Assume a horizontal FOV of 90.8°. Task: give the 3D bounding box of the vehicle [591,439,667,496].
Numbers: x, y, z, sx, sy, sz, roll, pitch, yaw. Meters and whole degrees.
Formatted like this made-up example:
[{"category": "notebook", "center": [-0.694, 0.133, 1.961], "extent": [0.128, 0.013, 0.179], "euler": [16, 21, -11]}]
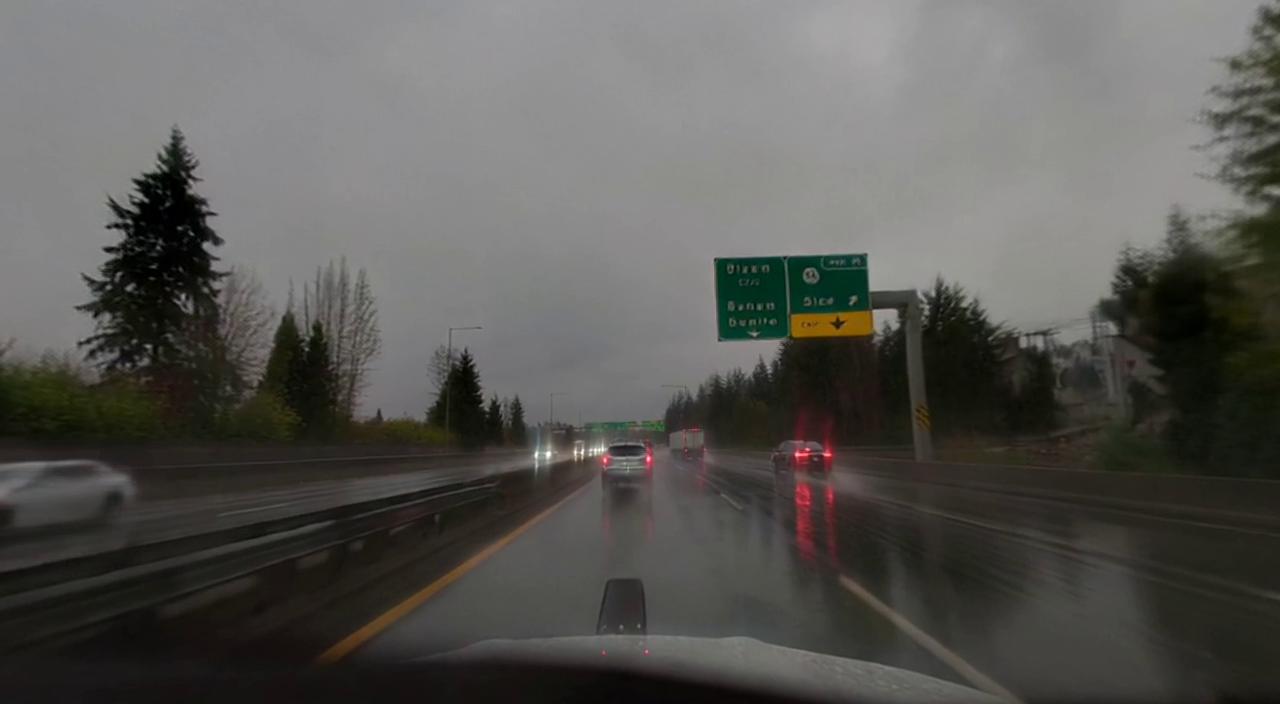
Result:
[{"category": "vehicle", "center": [-0.307, 3.332, 18.497], "extent": [2.003, 1.490, 3.636], "euler": [0, -9, 0]}]
